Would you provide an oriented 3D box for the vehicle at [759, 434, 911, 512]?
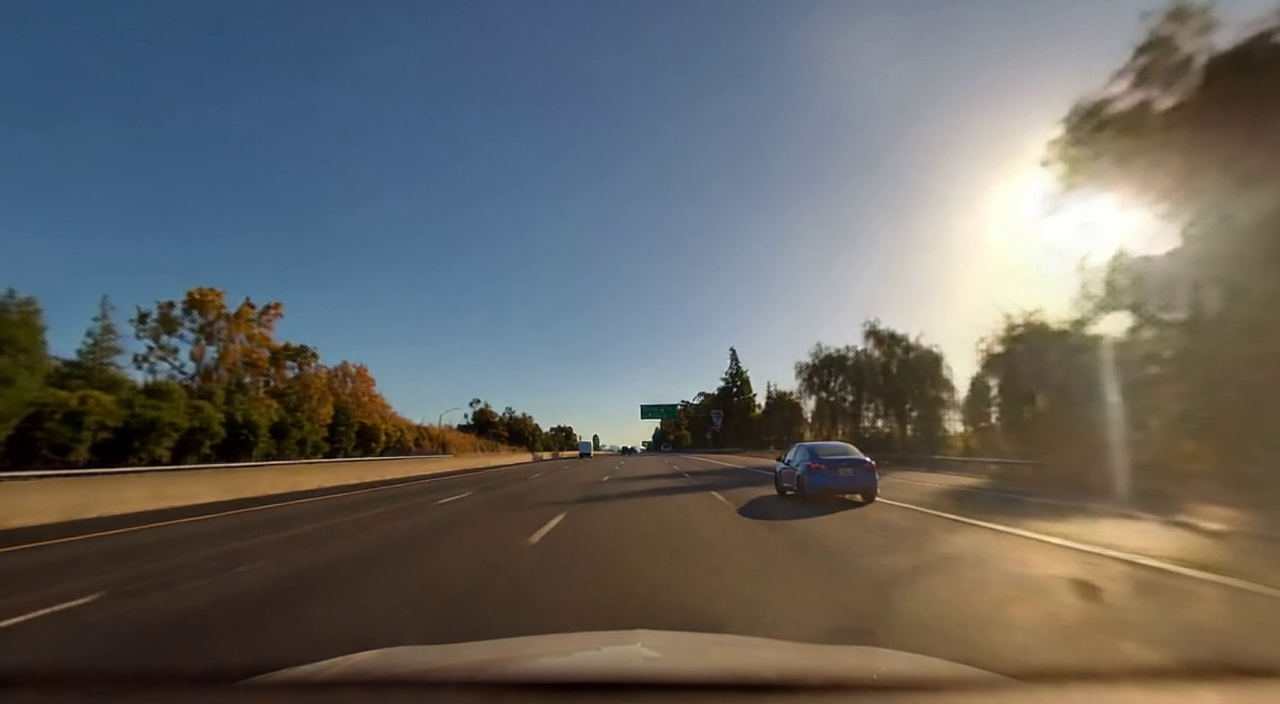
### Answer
[{"bbox_3d":[4.243,2.704,14.574,2.033,1.501,4.398,0,-9,-1],"label":"vehicle"}]
